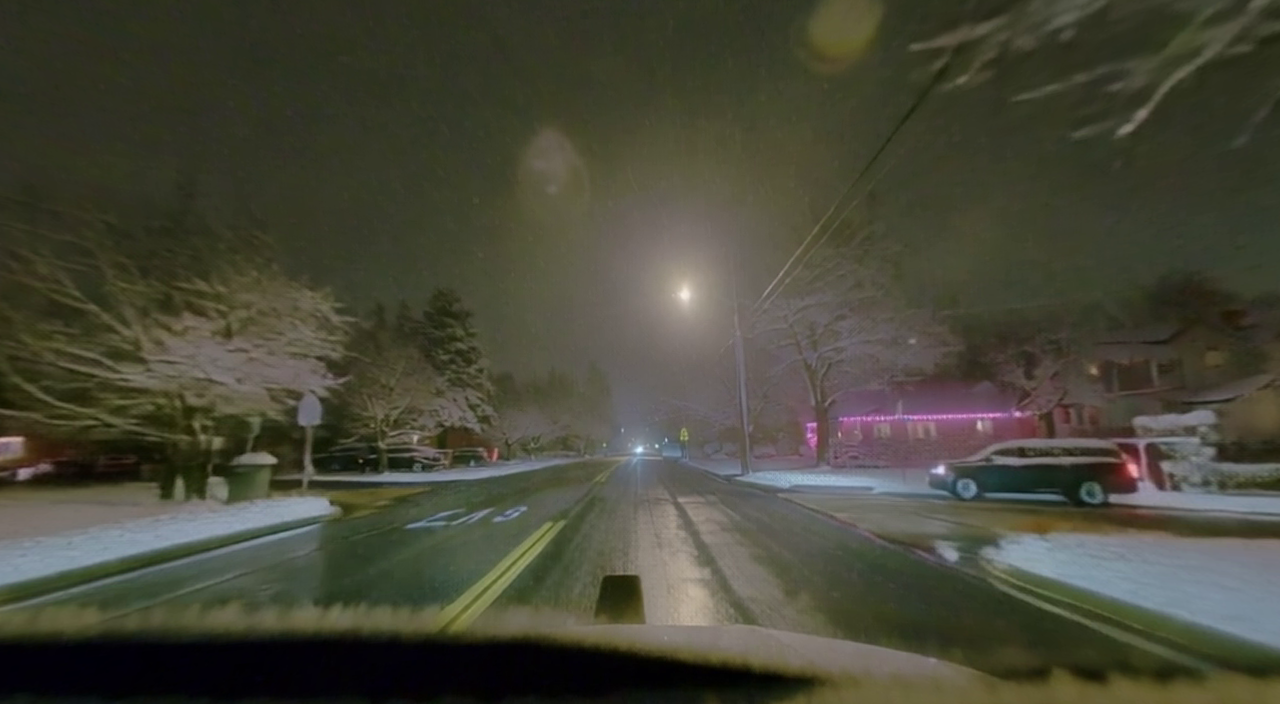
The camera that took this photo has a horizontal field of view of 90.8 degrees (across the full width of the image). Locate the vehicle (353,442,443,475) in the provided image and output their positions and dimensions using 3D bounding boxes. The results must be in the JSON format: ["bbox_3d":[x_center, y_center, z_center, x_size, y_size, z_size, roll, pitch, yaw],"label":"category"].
[{"bbox_3d":[-14.728,6.483,38.736,2.066,1.852,4.782,-6,-10,34],"label":"vehicle"}]

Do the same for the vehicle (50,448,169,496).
[{"bbox_3d":[-21.643,4.846,25.739,4.507,1.774,1.923,-5,-9,26],"label":"vehicle"}]

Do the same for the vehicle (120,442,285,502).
[{"bbox_3d":[-15.747,4.206,22.648,6.072,1.882,2.277,-5,-9,29],"label":"vehicle"}]

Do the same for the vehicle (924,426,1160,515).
[{"bbox_3d":[10.589,3.217,17.094,4.854,1.771,2.123,-12,-12,28],"label":"vehicle"}]
